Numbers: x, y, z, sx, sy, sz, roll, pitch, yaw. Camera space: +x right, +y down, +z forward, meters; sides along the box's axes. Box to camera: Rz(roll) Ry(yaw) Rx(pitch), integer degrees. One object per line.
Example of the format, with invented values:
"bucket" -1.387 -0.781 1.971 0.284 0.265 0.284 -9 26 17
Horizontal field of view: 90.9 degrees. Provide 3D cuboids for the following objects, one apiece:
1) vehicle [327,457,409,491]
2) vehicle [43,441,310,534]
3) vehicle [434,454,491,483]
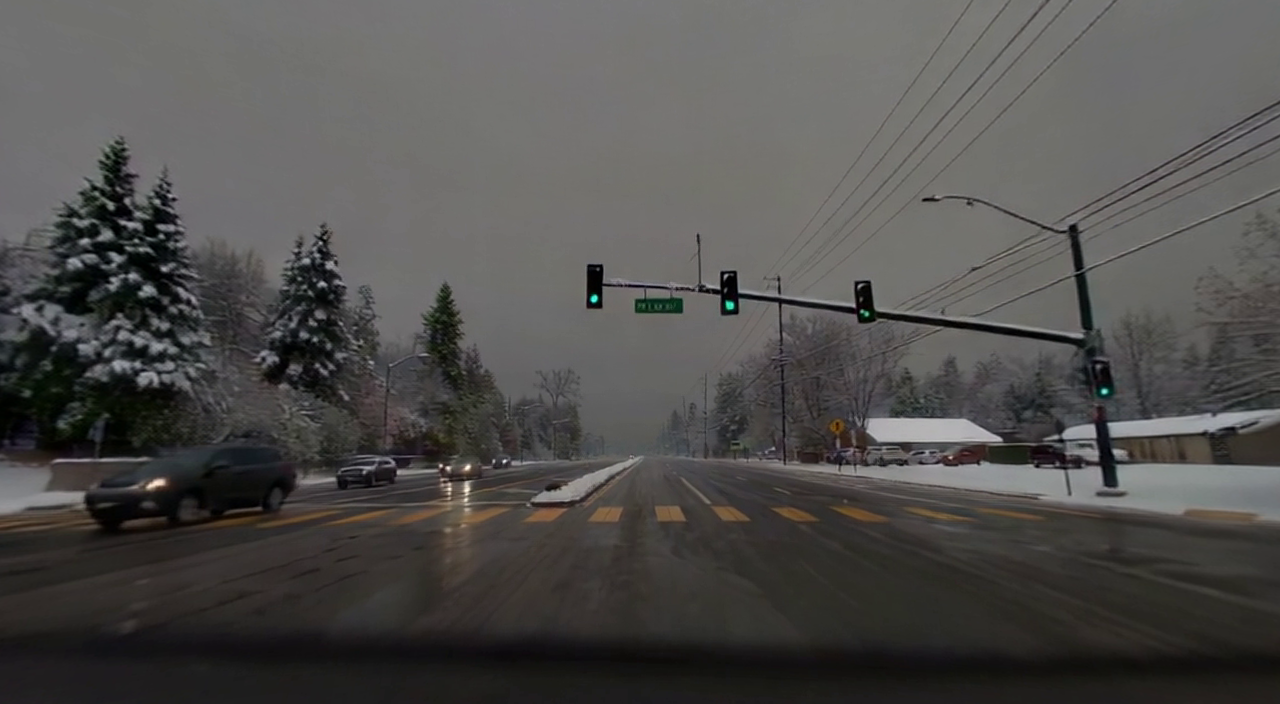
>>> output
"vehicle" -13.454 6.018 31.528 1.909 1.449 4.775 -1 -8 1
"vehicle" -10.689 3.113 15.312 2.249 1.825 5.378 -1 -8 2
"vehicle" -10.110 6.645 36.268 1.899 1.464 4.418 -1 -8 2
